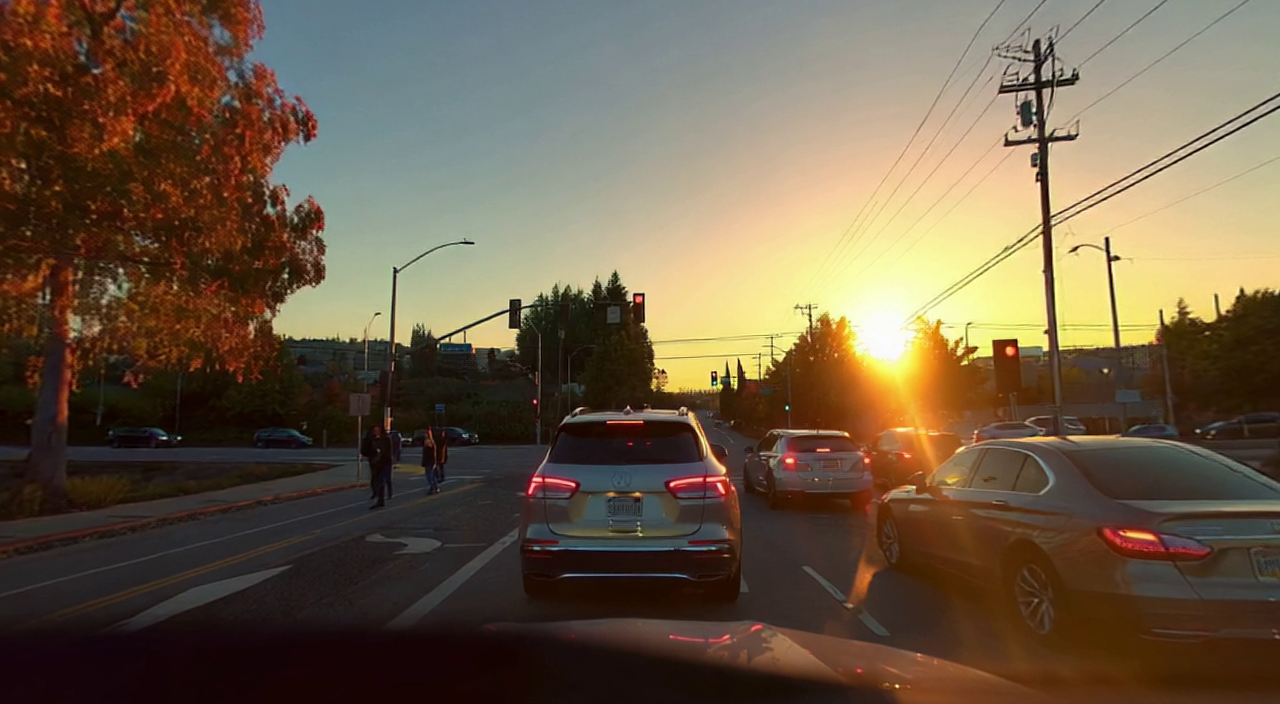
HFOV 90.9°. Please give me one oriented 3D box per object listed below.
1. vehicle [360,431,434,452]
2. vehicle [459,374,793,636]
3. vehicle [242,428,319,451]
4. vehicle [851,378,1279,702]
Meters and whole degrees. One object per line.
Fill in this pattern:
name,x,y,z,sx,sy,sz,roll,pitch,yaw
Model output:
vehicle,-17.779,6.578,46.349,4.607,1.478,1.995,0,-8,0
vehicle,-0.136,1.364,6.614,2.271,1.786,4.443,0,-8,-1
vehicle,-26.863,6.546,47.195,4.587,1.639,1.878,0,-8,0
vehicle,3.557,1.299,5.564,1.948,1.677,4.437,0,-8,1
